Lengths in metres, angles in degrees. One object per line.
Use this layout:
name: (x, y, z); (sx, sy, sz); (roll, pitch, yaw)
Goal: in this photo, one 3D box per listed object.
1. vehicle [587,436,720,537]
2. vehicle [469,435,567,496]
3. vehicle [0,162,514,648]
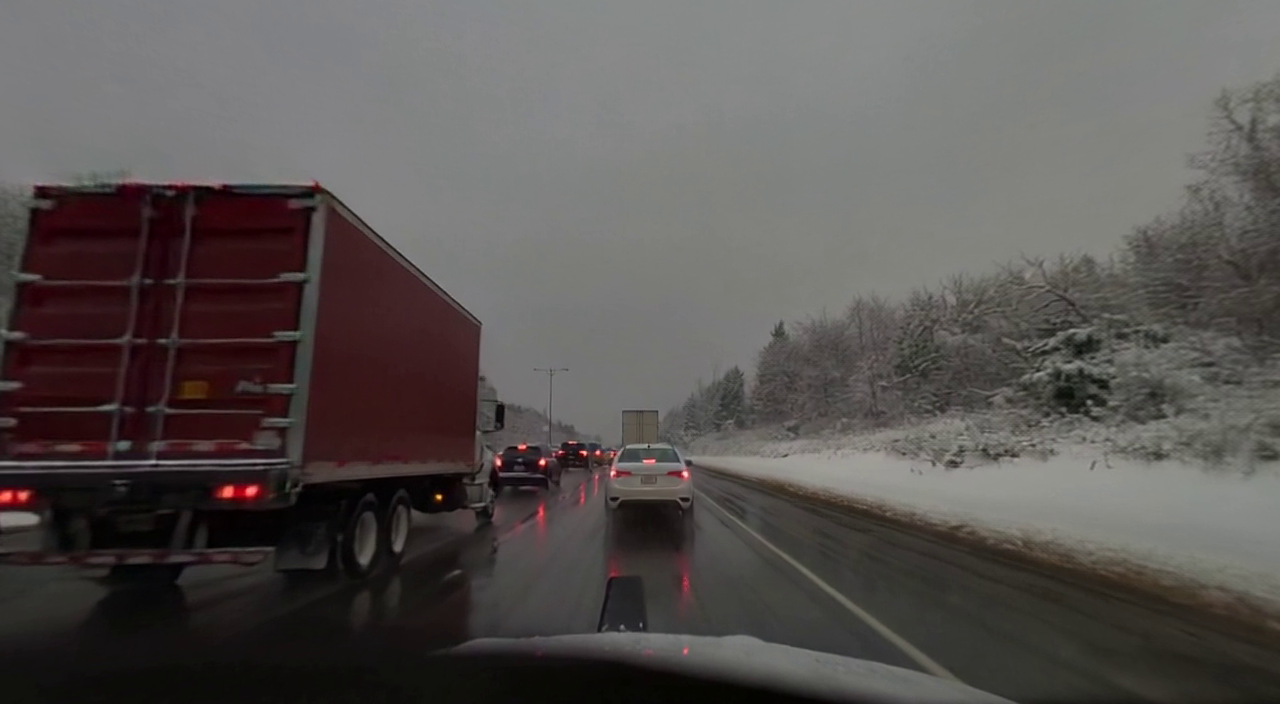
vehicle: (0.178, 2.293, 11.232); (1.995, 1.495, 3.380); (0, -9, -1)
vehicle: (-3.637, 3.479, 19.627); (2.165, 1.638, 4.317); (0, -9, 0)
vehicle: (-3.895, 0.872, 8.131); (2.832, 3.293, 7.782); (0, -9, 1)
